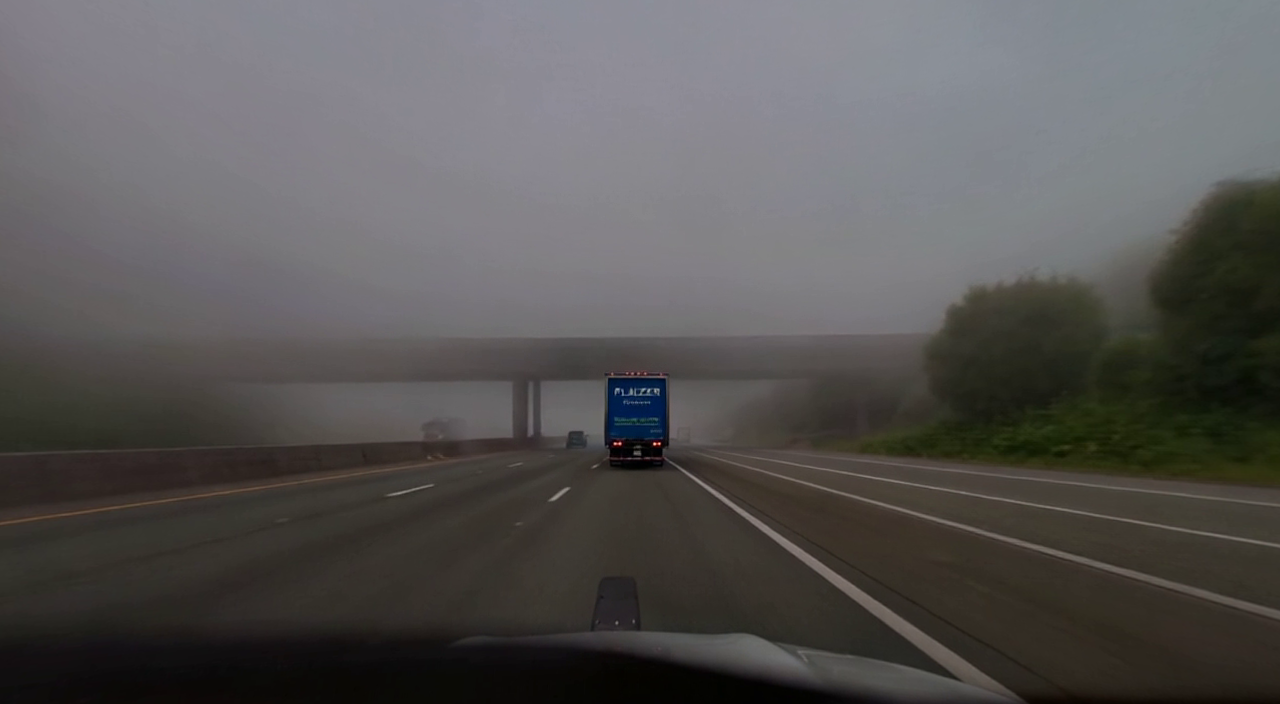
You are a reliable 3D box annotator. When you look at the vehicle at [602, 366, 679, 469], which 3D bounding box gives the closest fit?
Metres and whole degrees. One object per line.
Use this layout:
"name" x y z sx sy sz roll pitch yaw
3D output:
"vehicle" -0.106 3.327 30.305 2.926 3.959 11.818 0 -8 -1
